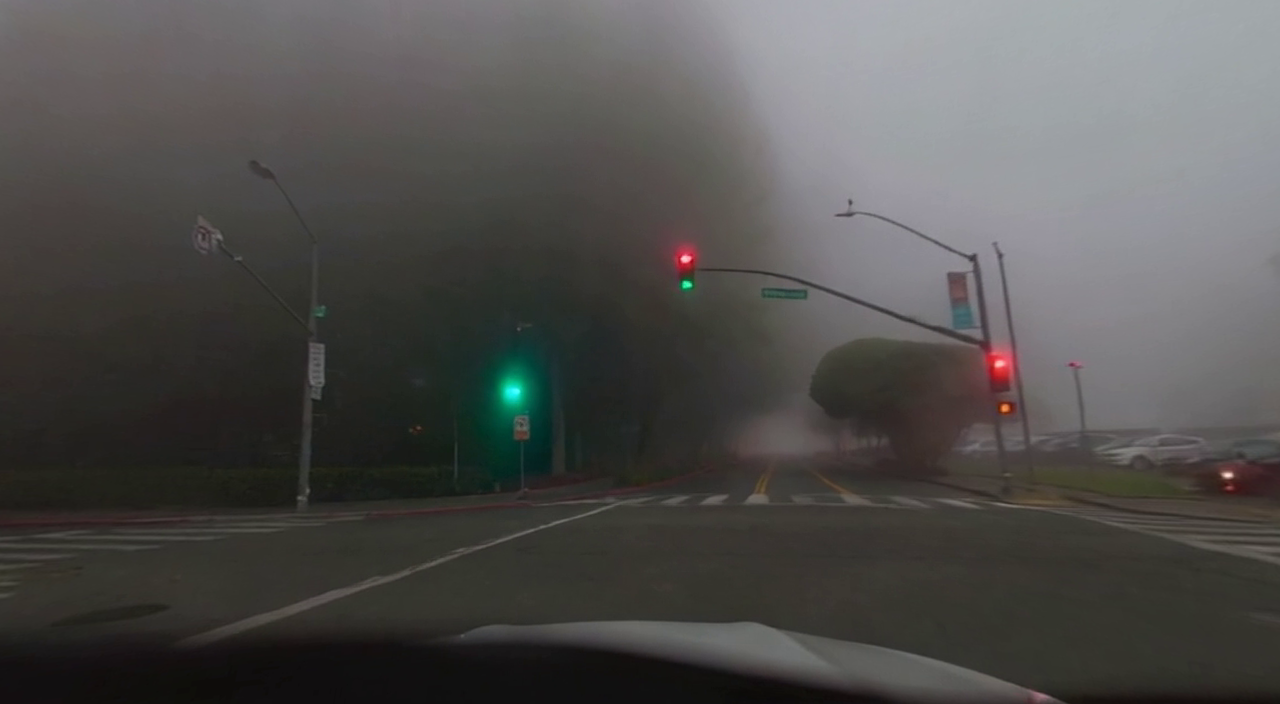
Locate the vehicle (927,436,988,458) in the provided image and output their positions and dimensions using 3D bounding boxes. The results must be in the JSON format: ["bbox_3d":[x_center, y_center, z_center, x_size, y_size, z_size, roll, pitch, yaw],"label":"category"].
[{"bbox_3d":[22.103,6.631,43.696,3.426,1.405,1.553,-4,-8,12],"label":"vehicle"}]

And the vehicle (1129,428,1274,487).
[{"bbox_3d":[16.521,3.063,18.399,4.295,1.508,1.955,5,-11,-33],"label":"vehicle"}]

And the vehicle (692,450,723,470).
[{"bbox_3d":[5.383,8.512,49.530,1.964,1.497,3.674,-3,-9,13],"label":"vehicle"}]
